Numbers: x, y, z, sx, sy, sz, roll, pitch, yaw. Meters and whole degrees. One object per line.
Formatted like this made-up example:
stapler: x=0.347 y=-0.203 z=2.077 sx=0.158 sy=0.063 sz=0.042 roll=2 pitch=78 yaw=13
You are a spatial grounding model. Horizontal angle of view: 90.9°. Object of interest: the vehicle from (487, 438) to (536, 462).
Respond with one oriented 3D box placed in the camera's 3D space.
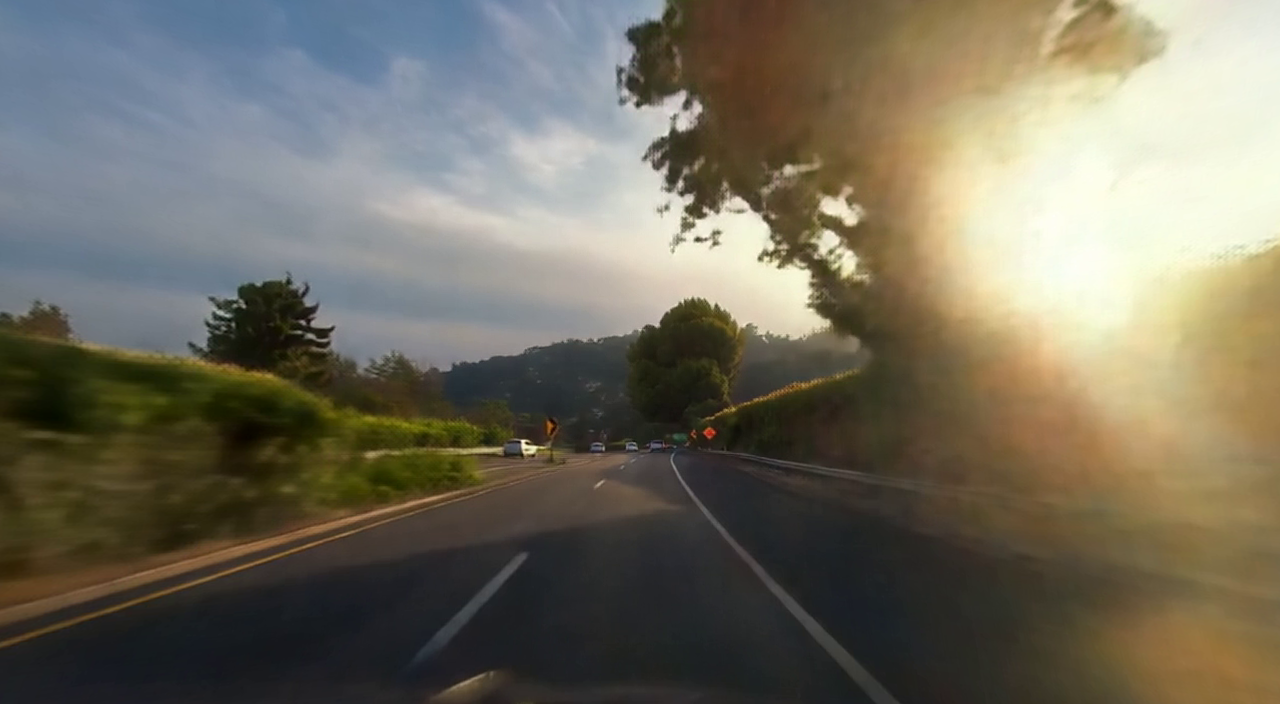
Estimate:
vehicle: x=-9.350 y=7.132 z=46.118 sx=2.141 sy=1.612 sz=3.998 roll=-1 pitch=-8 yaw=10
